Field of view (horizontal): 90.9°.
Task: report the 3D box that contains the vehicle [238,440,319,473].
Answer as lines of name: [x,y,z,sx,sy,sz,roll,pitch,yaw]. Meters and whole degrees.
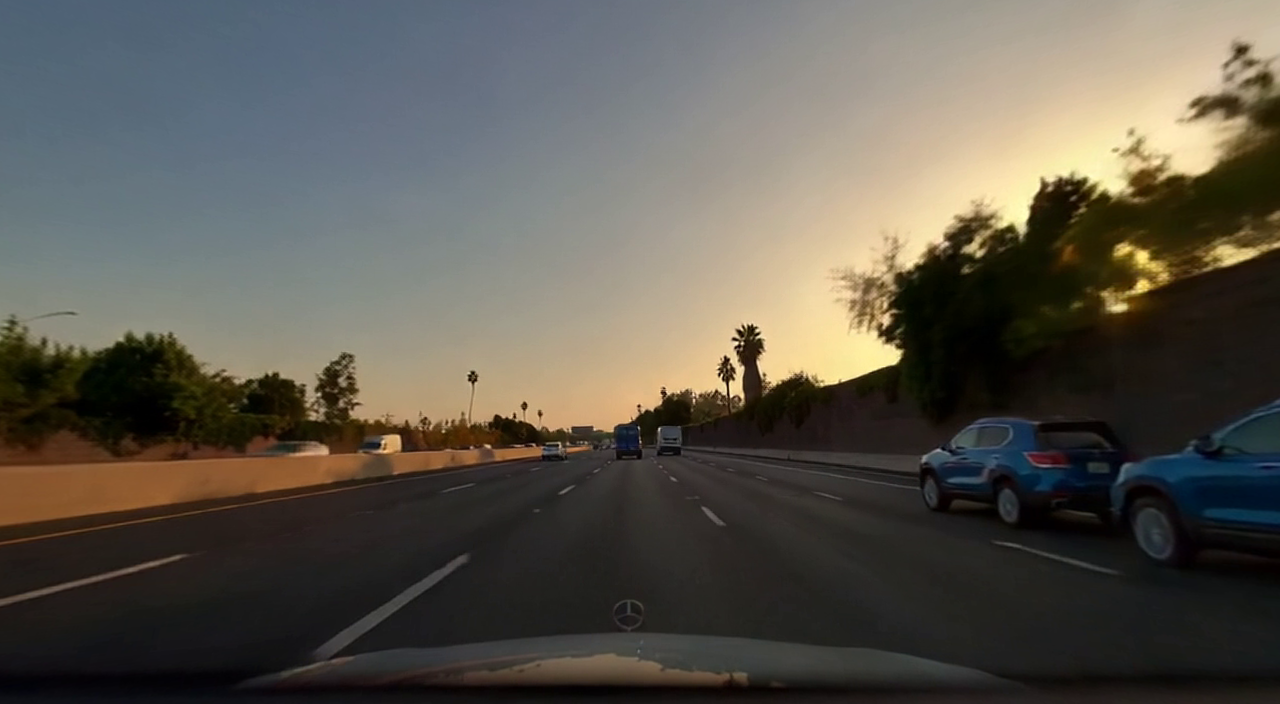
vehicle: [-17.832,5.149,31.330,1.764,1.488,3.670,0,-8,1]

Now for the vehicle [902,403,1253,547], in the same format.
vehicle: [6.963,2.021,11.139,2.361,1.911,5.286,0,-8,0]

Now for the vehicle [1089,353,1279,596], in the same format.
vehicle: [7.071,1.092,5.579,2.408,2.210,4.999,0,-8,0]
